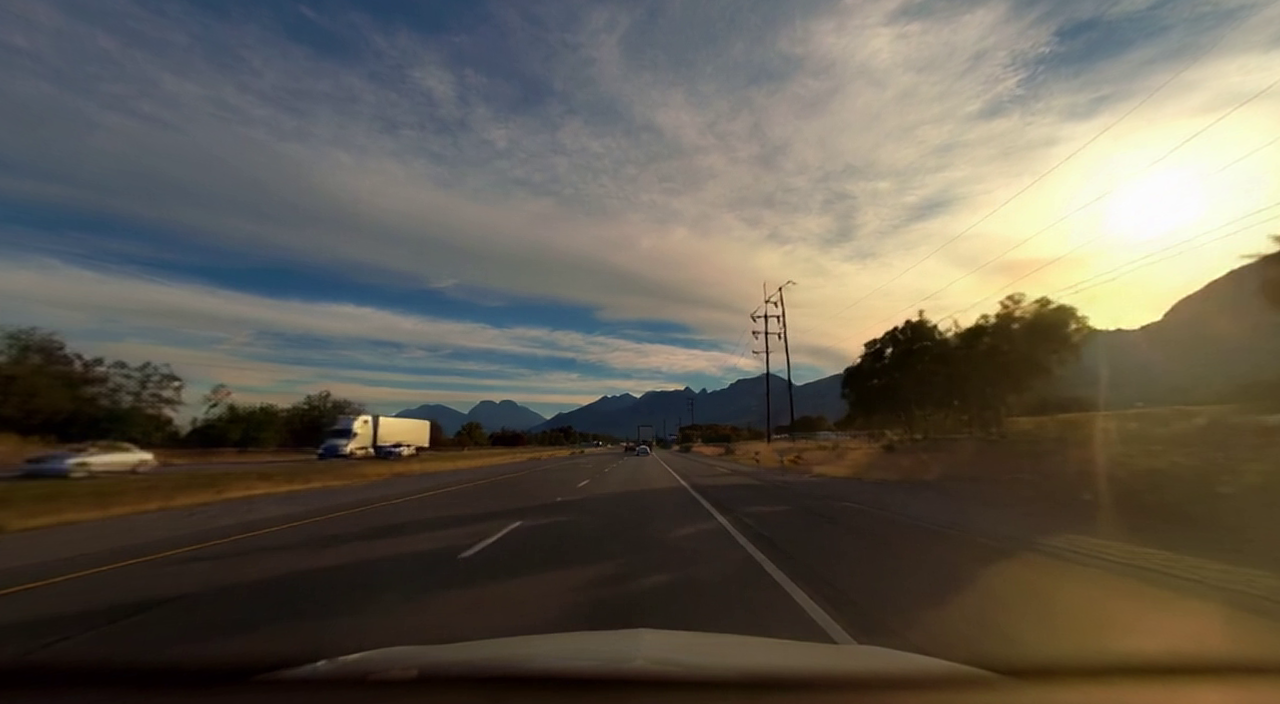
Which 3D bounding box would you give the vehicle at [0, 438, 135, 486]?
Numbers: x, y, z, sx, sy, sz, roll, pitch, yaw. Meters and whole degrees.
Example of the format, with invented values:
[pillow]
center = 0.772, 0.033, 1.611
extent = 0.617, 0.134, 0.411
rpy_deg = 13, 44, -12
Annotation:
[vehicle]
center = -21.022, 3.885, 22.589
extent = 1.904, 1.510, 4.548
rpy_deg = 0, -8, 2
